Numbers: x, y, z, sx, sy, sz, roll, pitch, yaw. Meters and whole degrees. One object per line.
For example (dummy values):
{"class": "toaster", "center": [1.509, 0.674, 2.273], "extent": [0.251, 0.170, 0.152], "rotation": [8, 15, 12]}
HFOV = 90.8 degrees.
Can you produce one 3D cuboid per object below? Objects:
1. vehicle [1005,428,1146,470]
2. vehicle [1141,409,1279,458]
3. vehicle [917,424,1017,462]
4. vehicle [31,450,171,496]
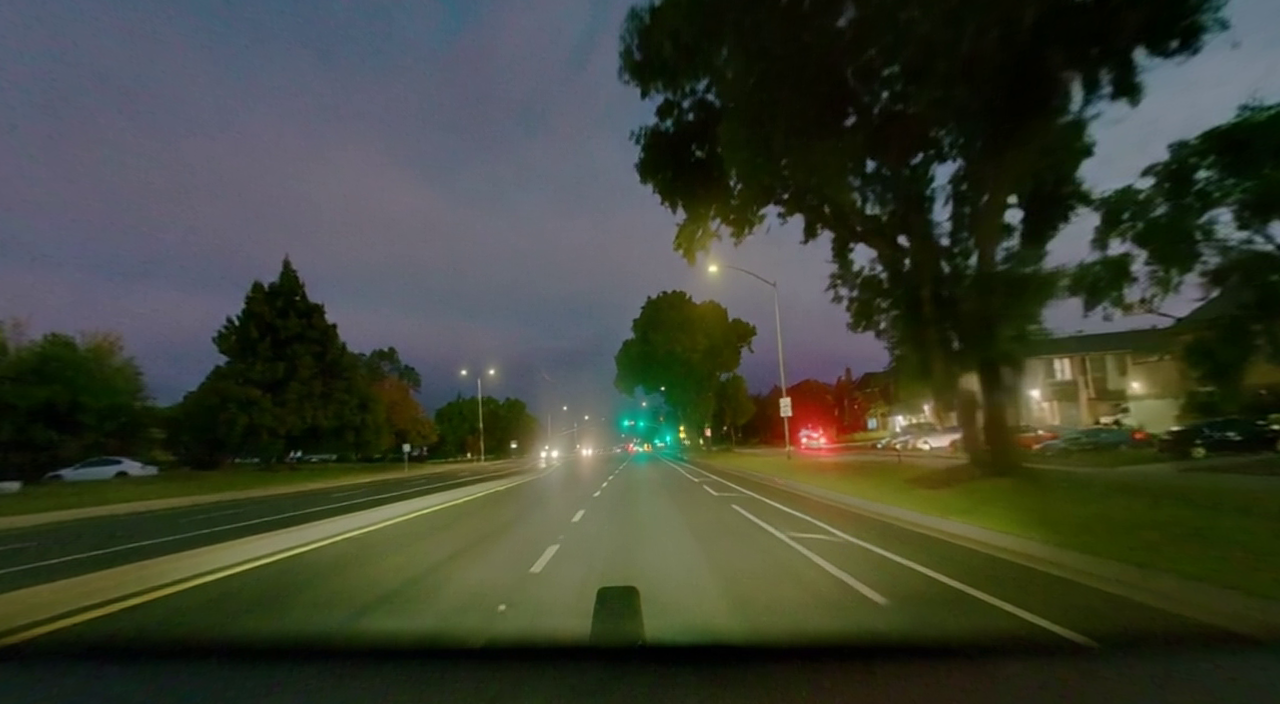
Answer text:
{"class": "vehicle", "center": [16.002, 3.612, 23.607], "extent": [1.849, 1.415, 4.801], "rotation": [0, -8, 0]}
{"class": "vehicle", "center": [22.462, 3.071, 23.781], "extent": [5.268, 1.720, 2.149], "rotation": [-1, -9, 1]}
{"class": "vehicle", "center": [15.639, 4.409, 30.556], "extent": [2.106, 1.670, 5.008], "rotation": [0, -8, 0]}
{"class": "vehicle", "center": [-24.652, 5.526, 29.001], "extent": [4.715, 1.451, 1.863], "rotation": [-5, -3, -3]}
